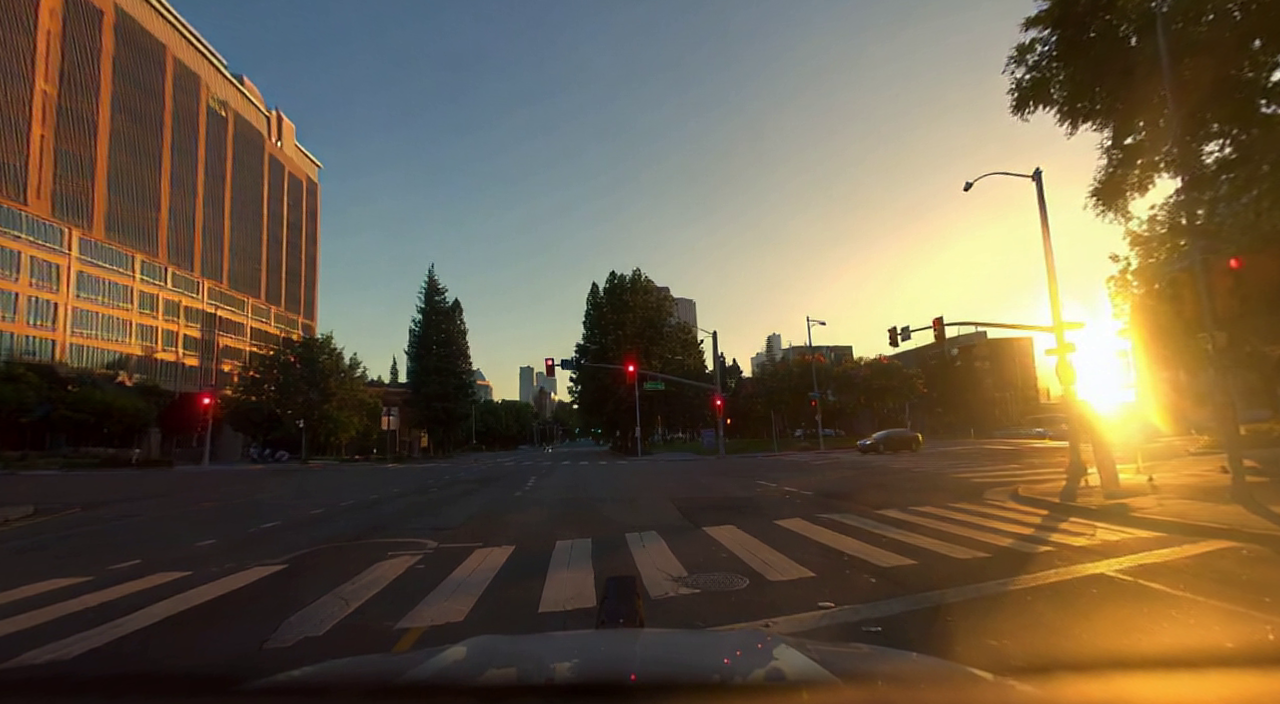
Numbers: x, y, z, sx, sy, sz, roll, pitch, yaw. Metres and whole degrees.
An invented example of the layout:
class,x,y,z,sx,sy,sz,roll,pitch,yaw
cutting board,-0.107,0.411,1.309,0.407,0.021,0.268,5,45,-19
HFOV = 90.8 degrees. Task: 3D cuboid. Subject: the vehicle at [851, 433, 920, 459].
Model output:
class,x,y,z,sx,sy,sz,roll,pitch,yaw
vehicle,17.612,6.735,45.267,4.600,1.783,1.970,4,-10,-26
